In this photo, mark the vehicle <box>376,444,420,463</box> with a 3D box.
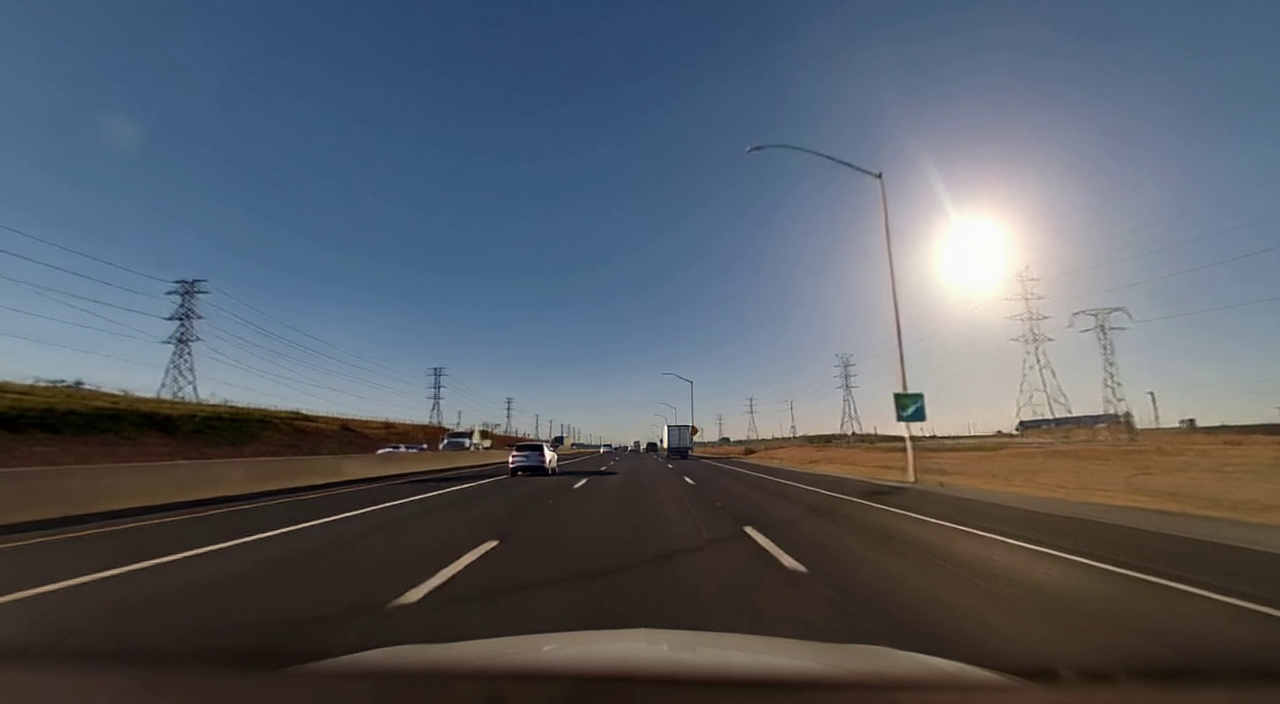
[{"bbox_3d":[-19.105,8.011,49.906,1.784,1.465,4.274,0,-8,0],"label":"vehicle"}]

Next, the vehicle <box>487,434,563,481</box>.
[{"bbox_3d":[-4.393,4.111,24.837,2.064,1.642,4.389,0,-8,1],"label":"vehicle"}]
